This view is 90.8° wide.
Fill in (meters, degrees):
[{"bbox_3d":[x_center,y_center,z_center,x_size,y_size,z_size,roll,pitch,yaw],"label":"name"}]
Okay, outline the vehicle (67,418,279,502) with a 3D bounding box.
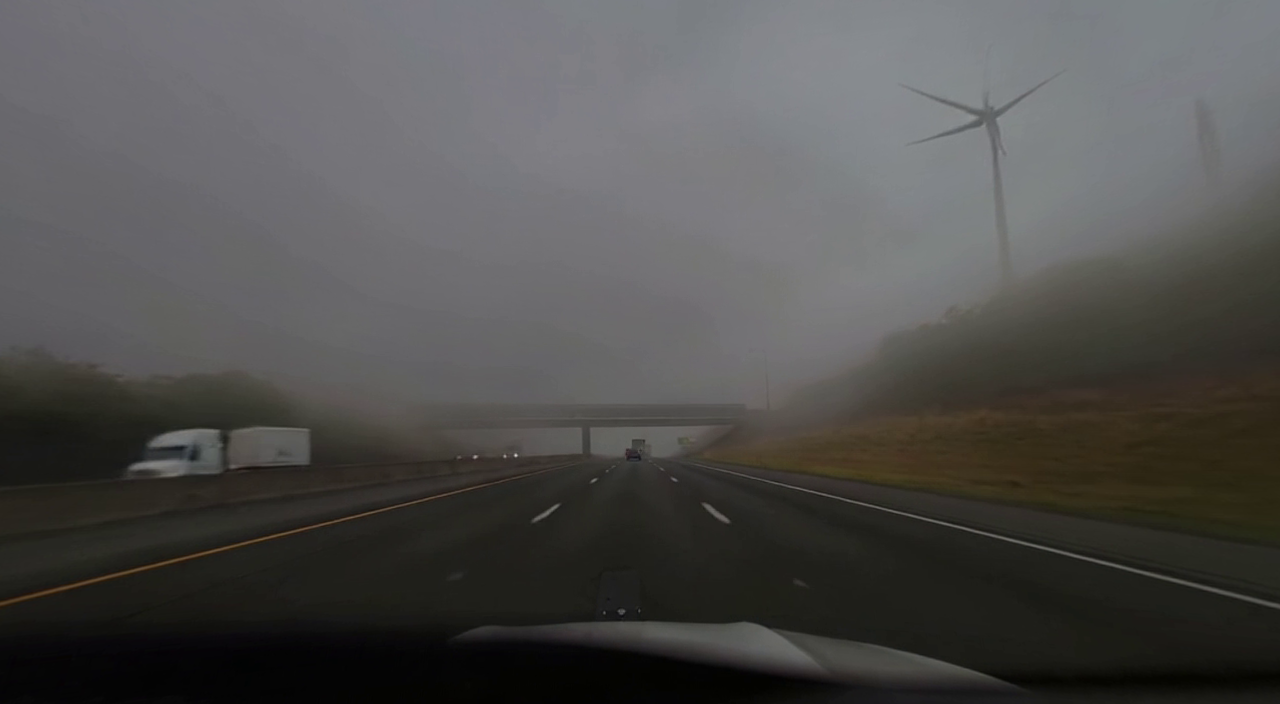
[{"bbox_3d":[-19.843,4.675,27.796,2.877,3.107,8.416,0,-9,0],"label":"vehicle"}]
